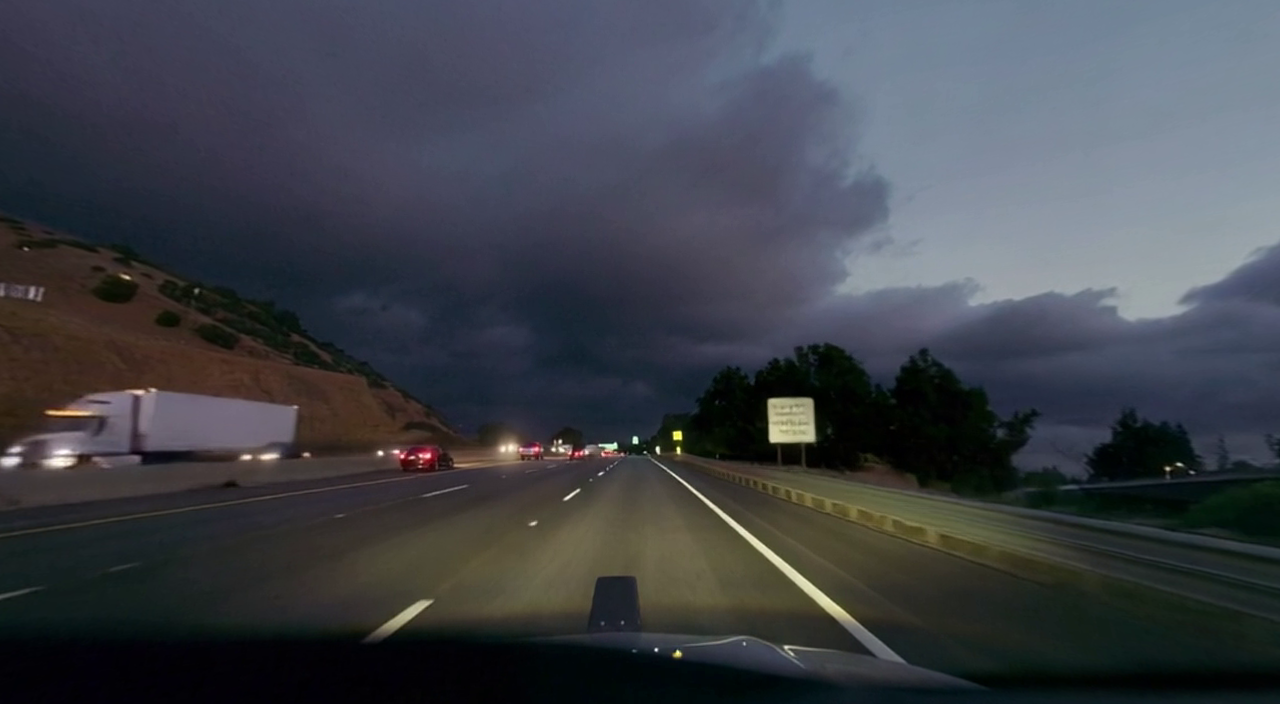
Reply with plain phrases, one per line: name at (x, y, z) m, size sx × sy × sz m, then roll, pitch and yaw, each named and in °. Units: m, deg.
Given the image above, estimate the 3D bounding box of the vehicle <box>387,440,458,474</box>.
vehicle at (-11.058, 5.346, 32.317) m, size 2.001 × 1.625 × 4.528 m, roll 0°, pitch -8°, yaw 0°

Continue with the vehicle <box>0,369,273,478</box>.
vehicle at (-21.944, 3.417, 28.398) m, size 2.931 × 3.787 × 12.999 m, roll 0°, pitch -8°, yaw 0°

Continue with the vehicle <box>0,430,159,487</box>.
vehicle at (-17.570, 3.225, 19.391) m, size 1.940 × 1.542 × 4.410 m, roll 0°, pitch -8°, yaw 0°
